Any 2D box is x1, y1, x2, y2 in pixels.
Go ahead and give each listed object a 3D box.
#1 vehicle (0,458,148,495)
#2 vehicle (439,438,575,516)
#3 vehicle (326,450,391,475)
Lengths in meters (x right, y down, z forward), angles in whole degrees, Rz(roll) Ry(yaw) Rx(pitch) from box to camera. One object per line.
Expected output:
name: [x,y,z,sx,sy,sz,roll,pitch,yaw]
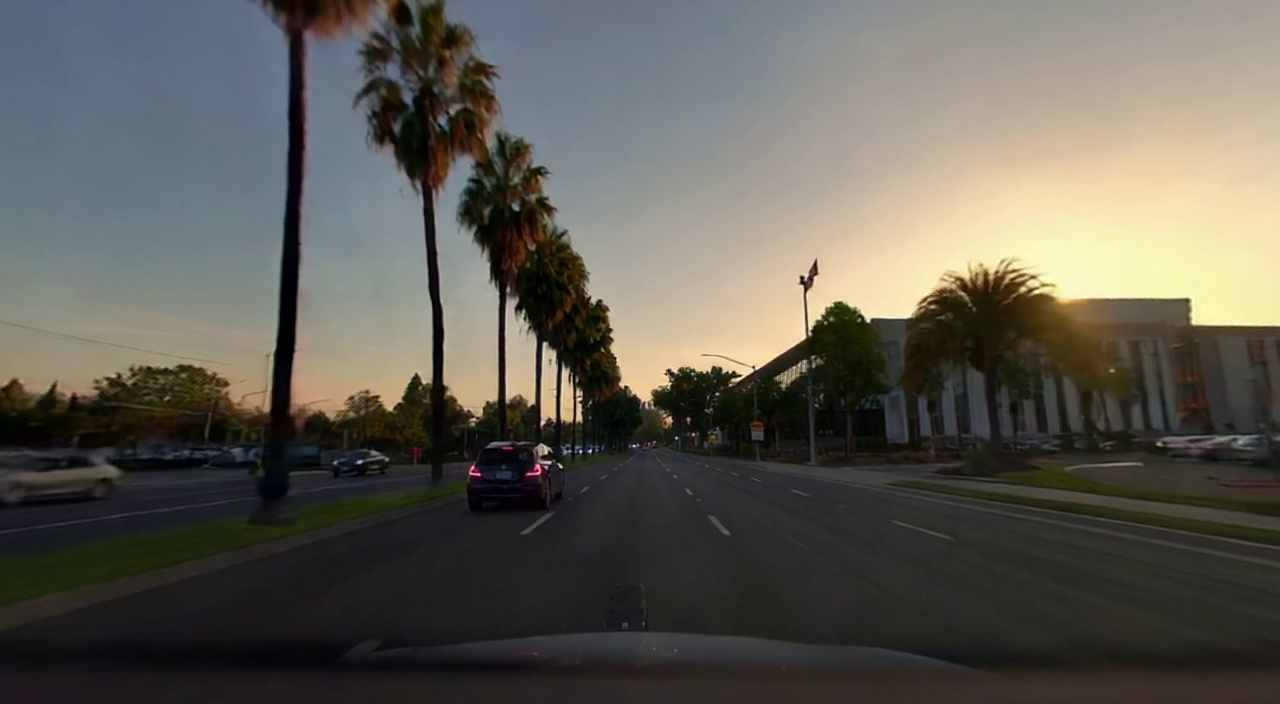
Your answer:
vehicle: [-24.749,5.431,27.604,4.603,1.480,2.167,0,-8,1]
vehicle: [-2.948,2.871,15.196,2.162,1.549,4.795,0,-8,1]
vehicle: [-18.073,7.106,40.708,1.993,1.466,4.731,0,-8,1]
